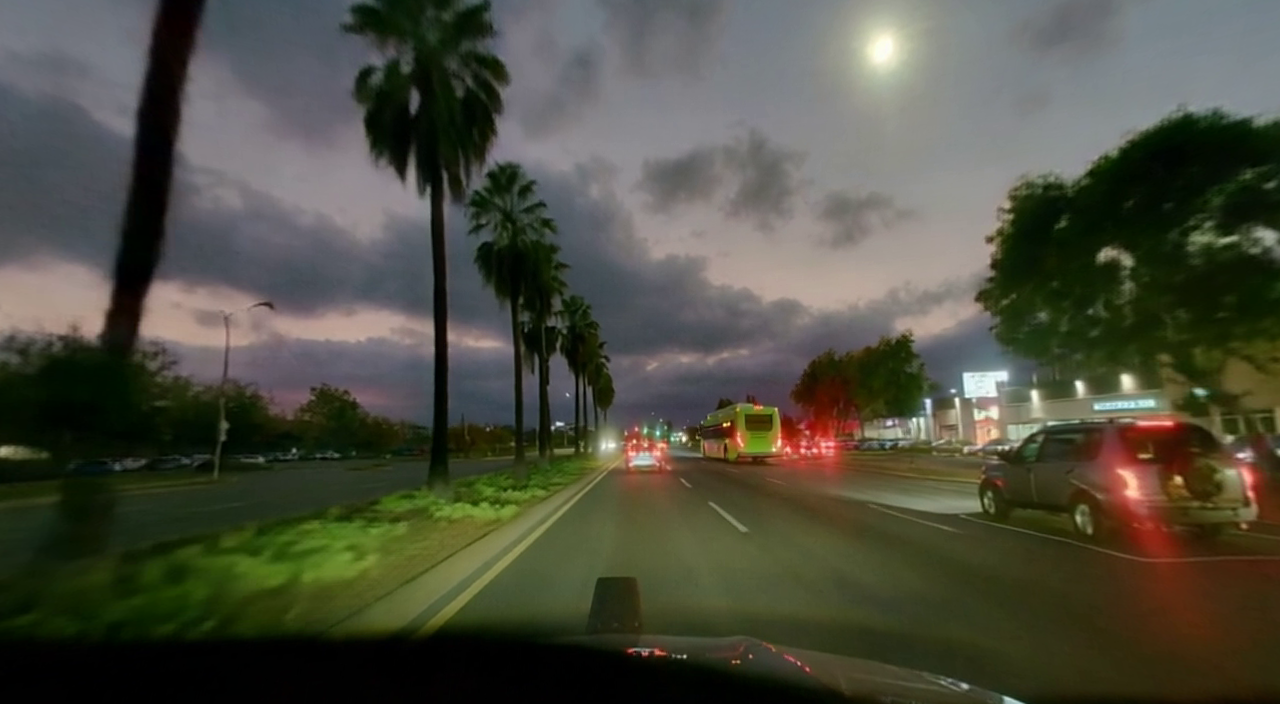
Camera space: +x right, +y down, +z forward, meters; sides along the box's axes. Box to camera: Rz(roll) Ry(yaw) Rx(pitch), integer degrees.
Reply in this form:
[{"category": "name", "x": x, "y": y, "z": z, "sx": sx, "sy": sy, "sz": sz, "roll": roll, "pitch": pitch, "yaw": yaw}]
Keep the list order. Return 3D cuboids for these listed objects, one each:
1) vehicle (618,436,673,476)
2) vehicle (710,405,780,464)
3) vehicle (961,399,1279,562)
[{"category": "vehicle", "x": 0.180, "y": 4.284, "z": 26.174, "sx": 2.065, "sy": 1.477, "sz": 4.306, "roll": 0, "pitch": -9, "yaw": -1}, {"category": "vehicle", "x": 6.581, "y": 5.447, "z": 41.030, "sx": 2.795, "sy": 3.383, "sz": 9.287, "roll": 0, "pitch": -9, "yaw": -1}, {"category": "vehicle", "x": 6.543, "y": 1.641, "z": 8.666, "sx": 2.031, "sy": 1.670, "sz": 4.154, "roll": 0, "pitch": -9, "yaw": 0}]
